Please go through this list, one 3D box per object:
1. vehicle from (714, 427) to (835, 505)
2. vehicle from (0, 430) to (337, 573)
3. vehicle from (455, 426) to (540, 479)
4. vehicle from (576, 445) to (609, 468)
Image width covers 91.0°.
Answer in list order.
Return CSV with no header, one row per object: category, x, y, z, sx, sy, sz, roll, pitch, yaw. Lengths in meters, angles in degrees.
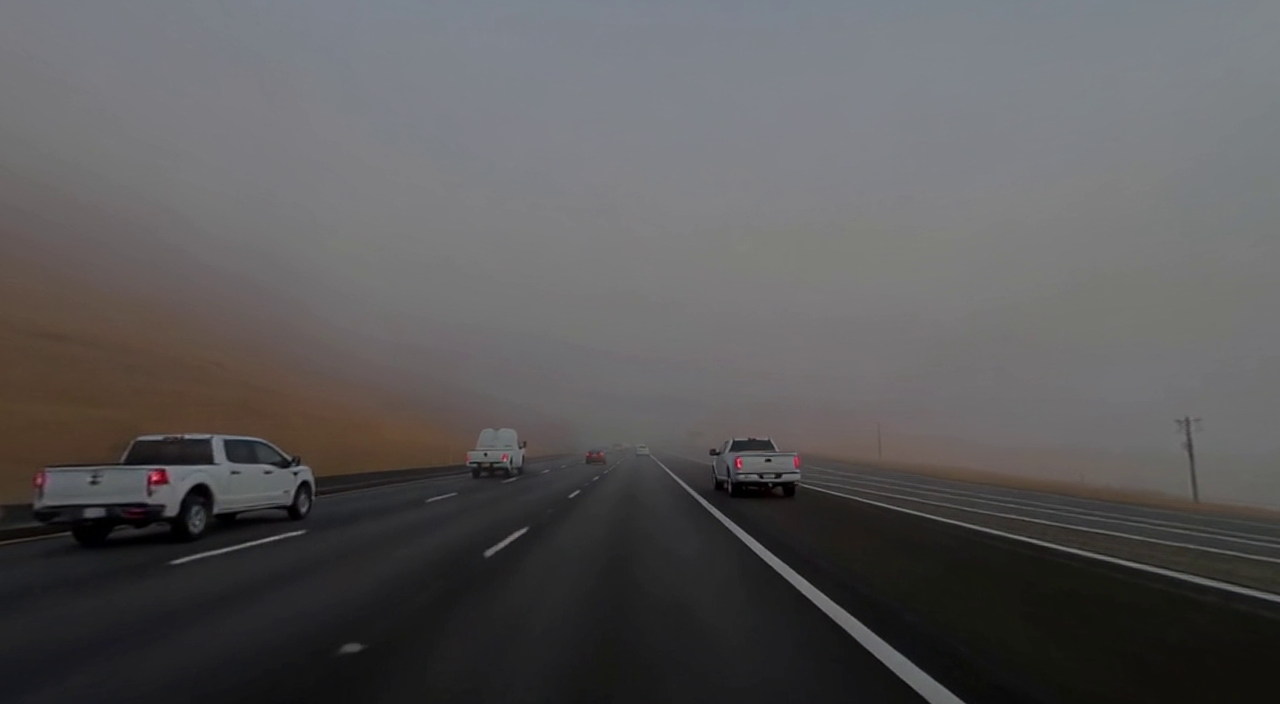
vehicle,3.399,3.024,17.027,2.231,1.789,4.700,0,-9,0
vehicle,-6.689,2.026,9.406,1.935,1.550,4.883,0,-9,-1
vehicle,-7.405,5.358,33.770,2.937,2.509,7.090,0,-9,-1
vehicle,-3.401,7.572,45.855,2.009,1.593,4.378,0,-9,0
